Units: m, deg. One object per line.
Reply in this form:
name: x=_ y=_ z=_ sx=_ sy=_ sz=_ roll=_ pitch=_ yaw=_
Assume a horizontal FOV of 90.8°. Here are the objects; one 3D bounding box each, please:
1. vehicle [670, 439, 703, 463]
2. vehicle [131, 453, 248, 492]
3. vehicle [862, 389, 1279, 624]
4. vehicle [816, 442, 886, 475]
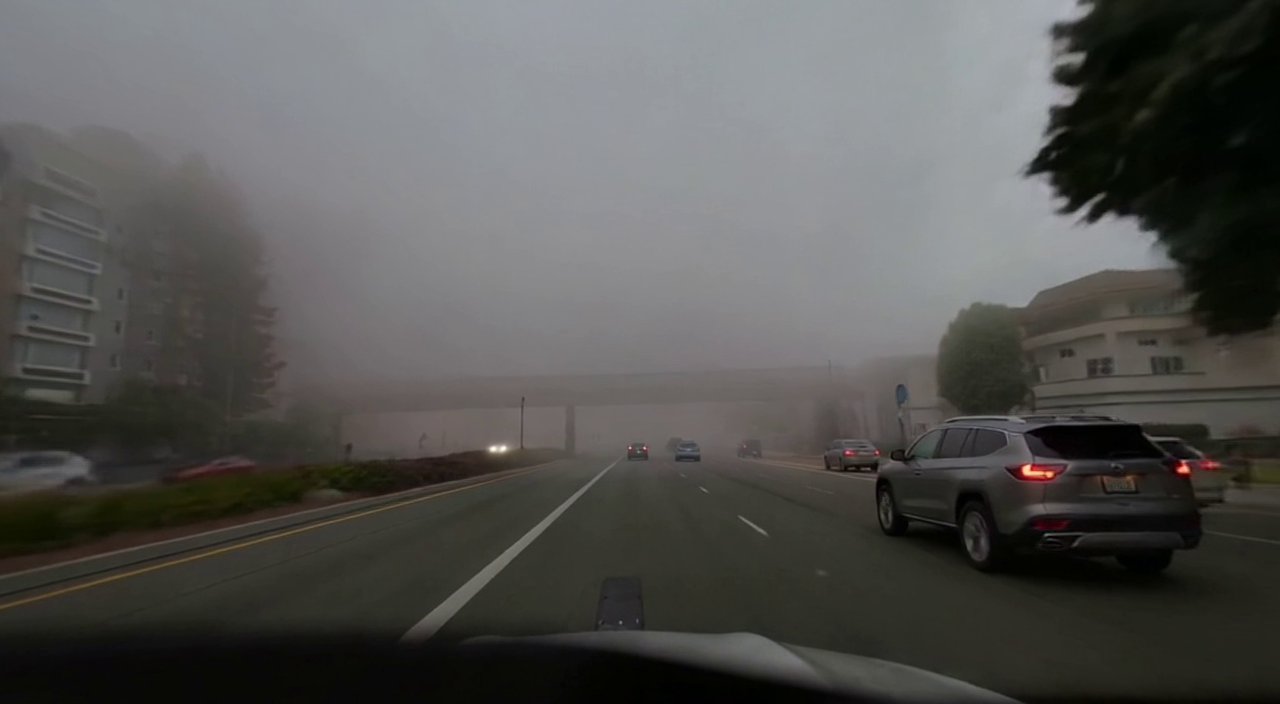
vehicle: x=3.458 y=7.465 z=47.621 sx=2.165 sy=1.708 sz=3.928 roll=0 pitch=-8 yaw=0
vehicle: x=-18.768 y=5.012 z=26.606 sx=1.883 sy=1.409 sz=4.366 roll=-1 pitch=-9 yaw=-3
vehicle: x=4.399 y=1.494 z=7.109 sx=2.130 sy=1.741 sz=4.665 roll=0 pitch=-8 yaw=1
vehicle: x=10.168 y=5.130 z=30.733 sx=1.888 sy=1.468 sz=4.175 roll=0 pitch=-8 yaw=-1
